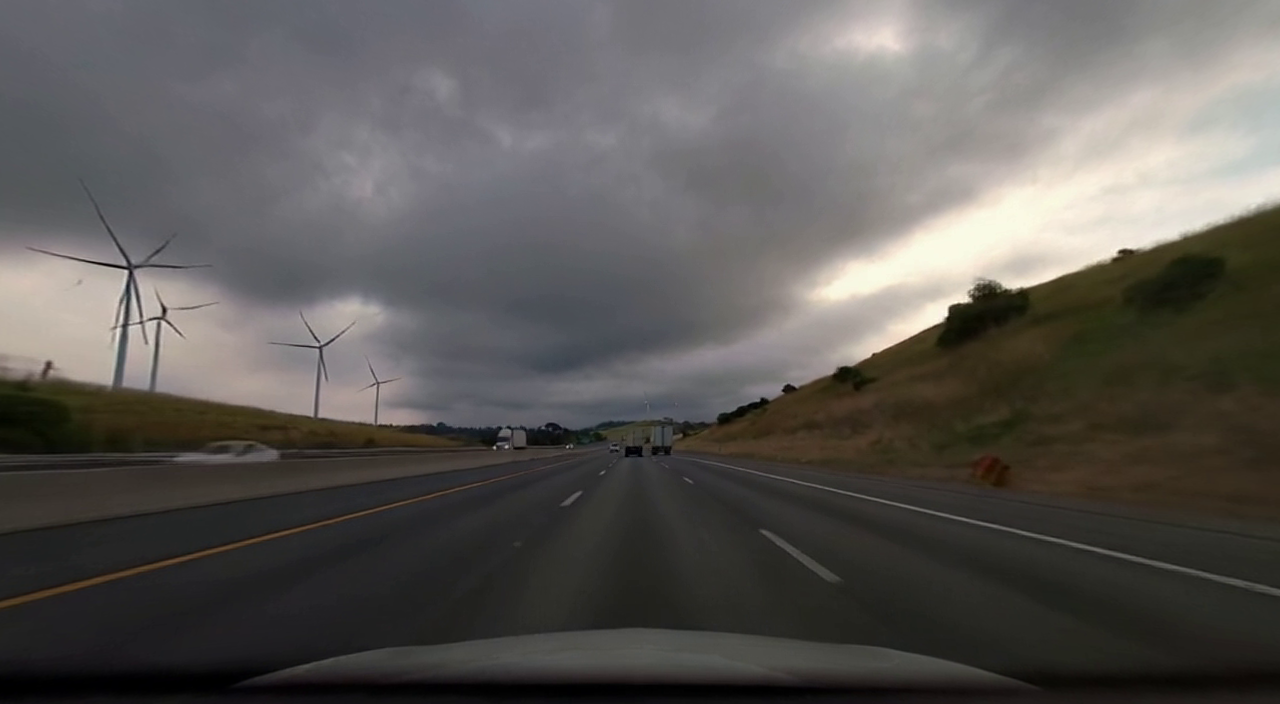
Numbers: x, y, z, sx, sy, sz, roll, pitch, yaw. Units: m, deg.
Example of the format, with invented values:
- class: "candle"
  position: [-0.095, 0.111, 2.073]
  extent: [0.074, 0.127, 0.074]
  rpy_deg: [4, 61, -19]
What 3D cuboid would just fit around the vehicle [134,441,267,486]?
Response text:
- class: "vehicle"
  position: [-15.505, 3.933, 22.559]
  extent: [1.822, 1.440, 4.160]
  rpy_deg: [0, -8, -1]
